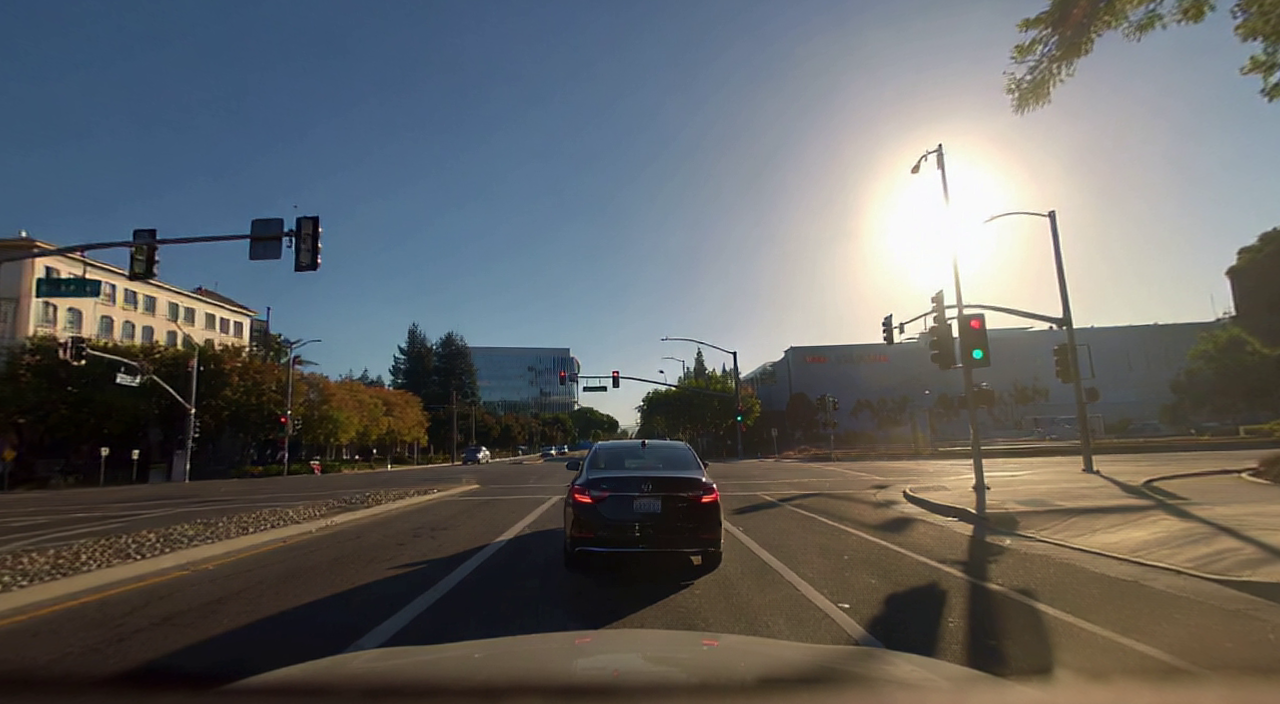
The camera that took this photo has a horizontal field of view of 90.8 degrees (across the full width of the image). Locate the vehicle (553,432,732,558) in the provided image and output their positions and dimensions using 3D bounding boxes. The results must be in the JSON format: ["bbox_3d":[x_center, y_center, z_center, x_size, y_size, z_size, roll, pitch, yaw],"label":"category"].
[{"bbox_3d":[-0.004,1.998,9.513,2.107,1.470,3.974,0,-9,-1],"label":"vehicle"}]
